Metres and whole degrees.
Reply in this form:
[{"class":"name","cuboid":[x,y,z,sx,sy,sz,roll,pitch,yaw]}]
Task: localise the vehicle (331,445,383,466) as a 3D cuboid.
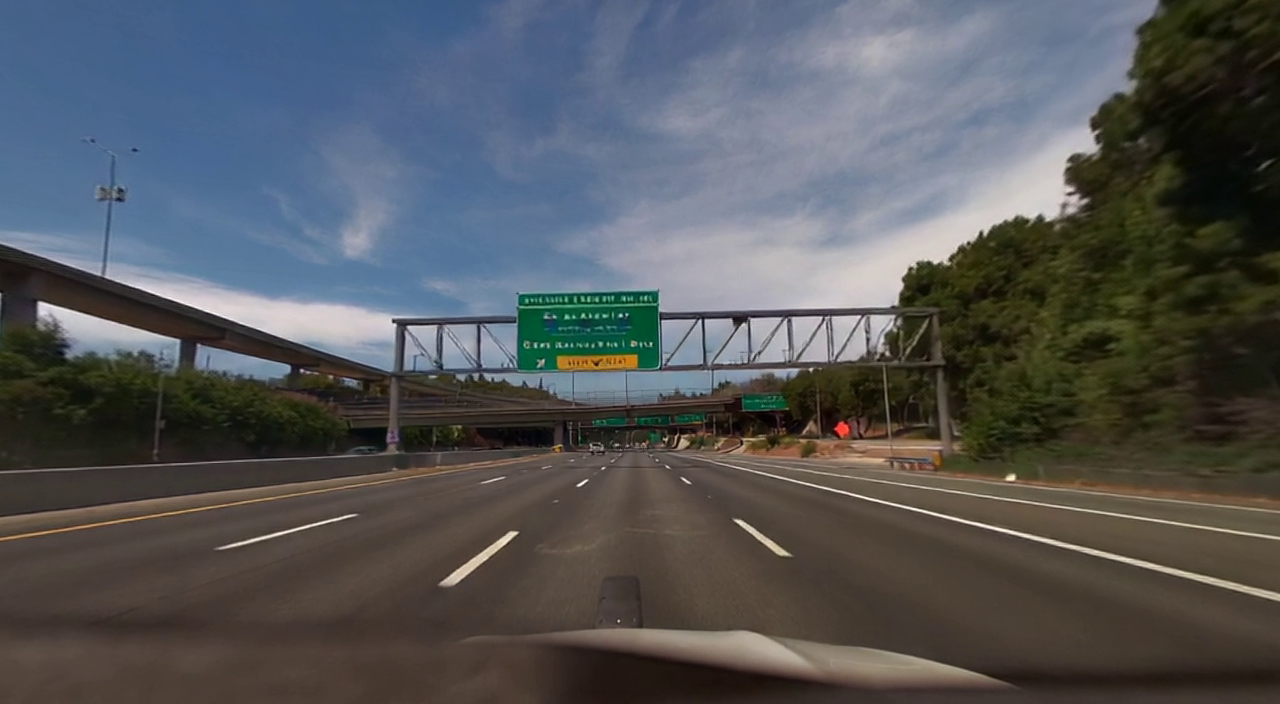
[{"class":"vehicle","cuboid":[-21.562,7.894,48.403,1.923,1.567,4.576,0,-9,-1]}]
